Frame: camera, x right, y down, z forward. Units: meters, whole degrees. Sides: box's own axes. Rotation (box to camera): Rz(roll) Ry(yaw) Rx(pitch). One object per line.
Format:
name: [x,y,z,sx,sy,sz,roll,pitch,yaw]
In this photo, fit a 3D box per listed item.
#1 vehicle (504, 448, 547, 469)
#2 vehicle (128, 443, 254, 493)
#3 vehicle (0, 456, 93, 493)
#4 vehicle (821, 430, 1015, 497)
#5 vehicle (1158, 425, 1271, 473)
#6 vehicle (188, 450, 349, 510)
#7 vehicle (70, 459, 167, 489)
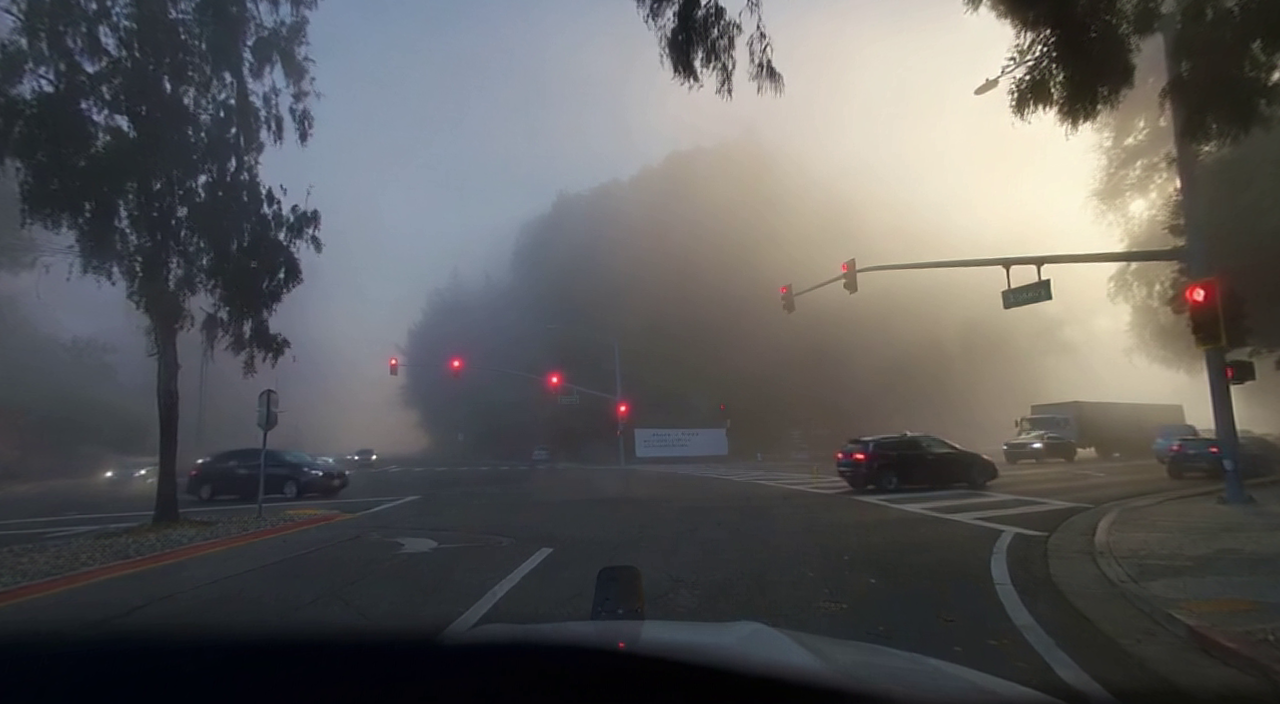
vehicle: [-8.470,7.874,46.997,1.989,1.496,4.211,-1,-9,7]
vehicle: [-19.554,5.021,27.961,2.358,1.937,5.896,2,-9,-13]
vehicle: [-31.191,6.263,32.643,2.142,1.723,4.692,1,-9,-9]
vehicle: [7.230,2.889,16.641,4.281,1.621,1.903,1,-9,-12]
vehicle: [22.974,3.856,25.239,4.619,1.759,2.101,5,-10,-33]
vehicle: [-10.527,3.505,17.805,4.728,1.471,1.957,-6,-10,34]
vehicle: [-28.415,6.623,34.636,1.965,1.448,4.553,1,-9,-9]
